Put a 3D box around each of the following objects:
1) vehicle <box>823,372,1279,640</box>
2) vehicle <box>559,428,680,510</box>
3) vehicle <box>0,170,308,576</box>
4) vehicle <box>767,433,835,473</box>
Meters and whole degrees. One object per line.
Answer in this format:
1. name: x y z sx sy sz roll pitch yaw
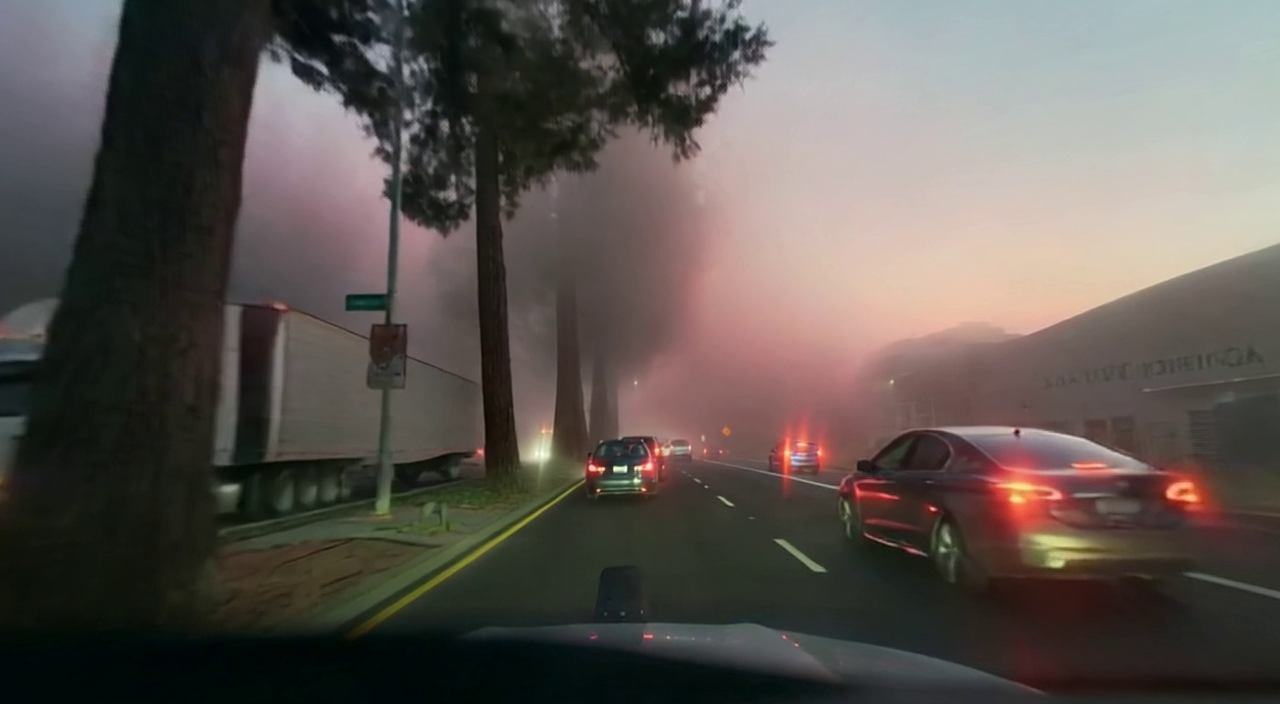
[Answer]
1. vehicle: 3.635 1.350 6.484 2.090 1.763 4.560 0 -9 0
2. vehicle: -0.404 2.545 14.071 2.315 1.563 4.080 0 -9 0
3. vehicle: -8.198 0.549 8.757 3.021 4.215 7.024 0 -9 1
4. vehicle: 7.693 4.873 30.437 2.090 1.768 4.407 0 -9 0
